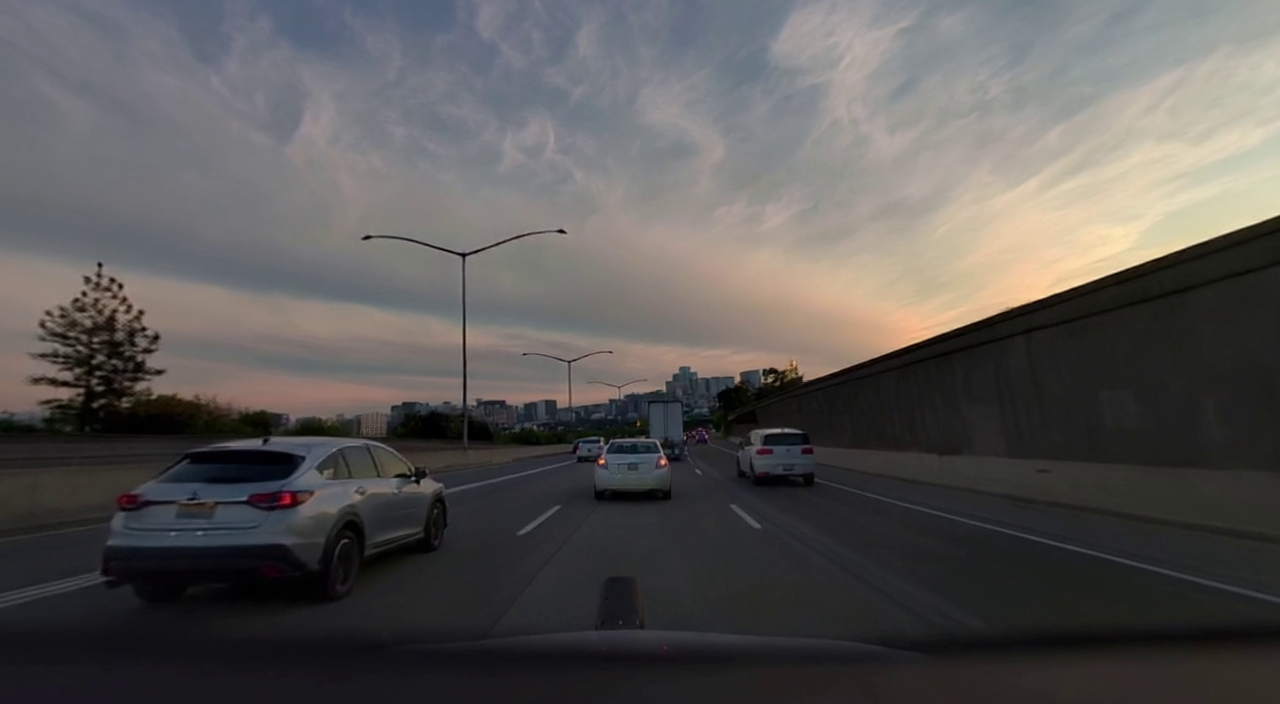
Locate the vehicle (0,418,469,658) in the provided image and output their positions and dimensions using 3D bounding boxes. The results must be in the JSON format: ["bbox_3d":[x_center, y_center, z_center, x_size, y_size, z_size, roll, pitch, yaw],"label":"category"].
[{"bbox_3d":[-3.601,1.541,6.516,2.130,1.474,5.027,-1,-9,2],"label":"vehicle"}]

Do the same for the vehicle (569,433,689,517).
[{"bbox_3d":[-0.165,2.490,13.286,2.136,1.470,3.971,-1,-9,1],"label":"vehicle"}]

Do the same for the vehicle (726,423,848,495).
[{"bbox_3d":[3.766,2.849,17.159,2.166,1.666,4.618,0,-9,0],"label":"vehicle"}]
